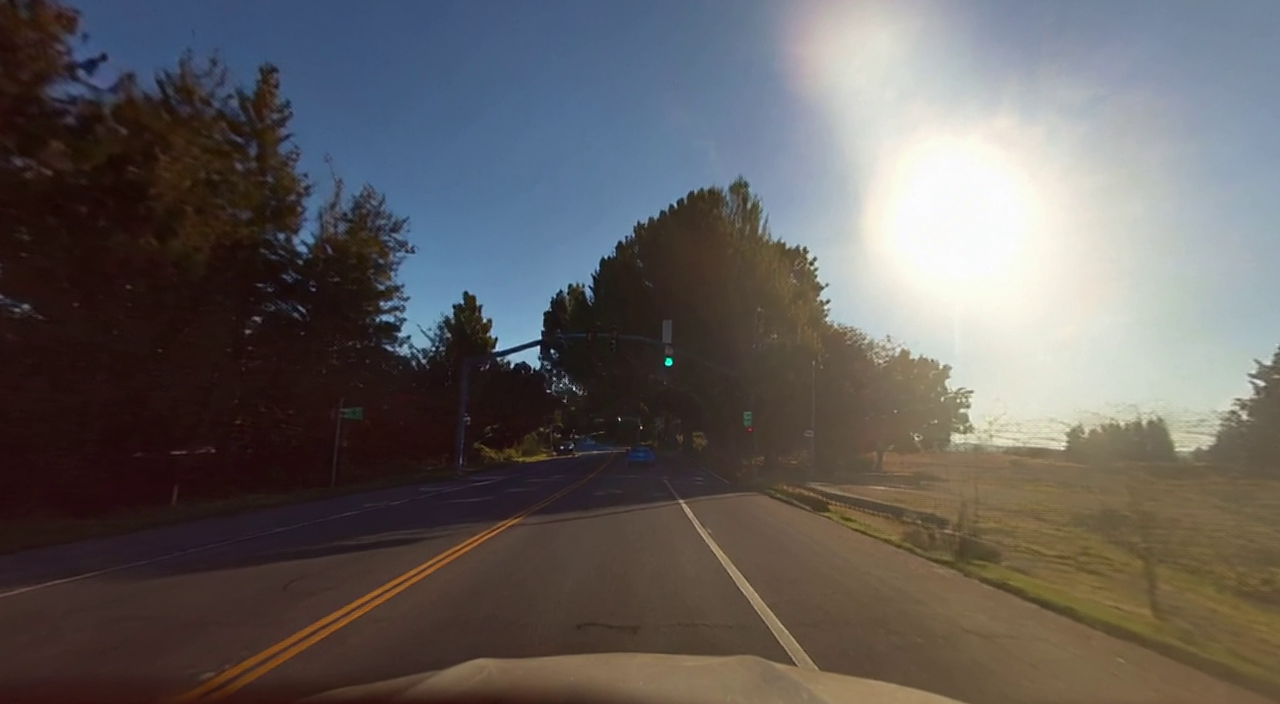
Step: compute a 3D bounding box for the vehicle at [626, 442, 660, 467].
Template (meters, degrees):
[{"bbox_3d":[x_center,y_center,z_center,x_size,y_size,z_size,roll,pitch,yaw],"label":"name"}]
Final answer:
[{"bbox_3d":[0.229,6.593,40.628,2.042,1.489,3.963,-1,-9,1],"label":"vehicle"}]
